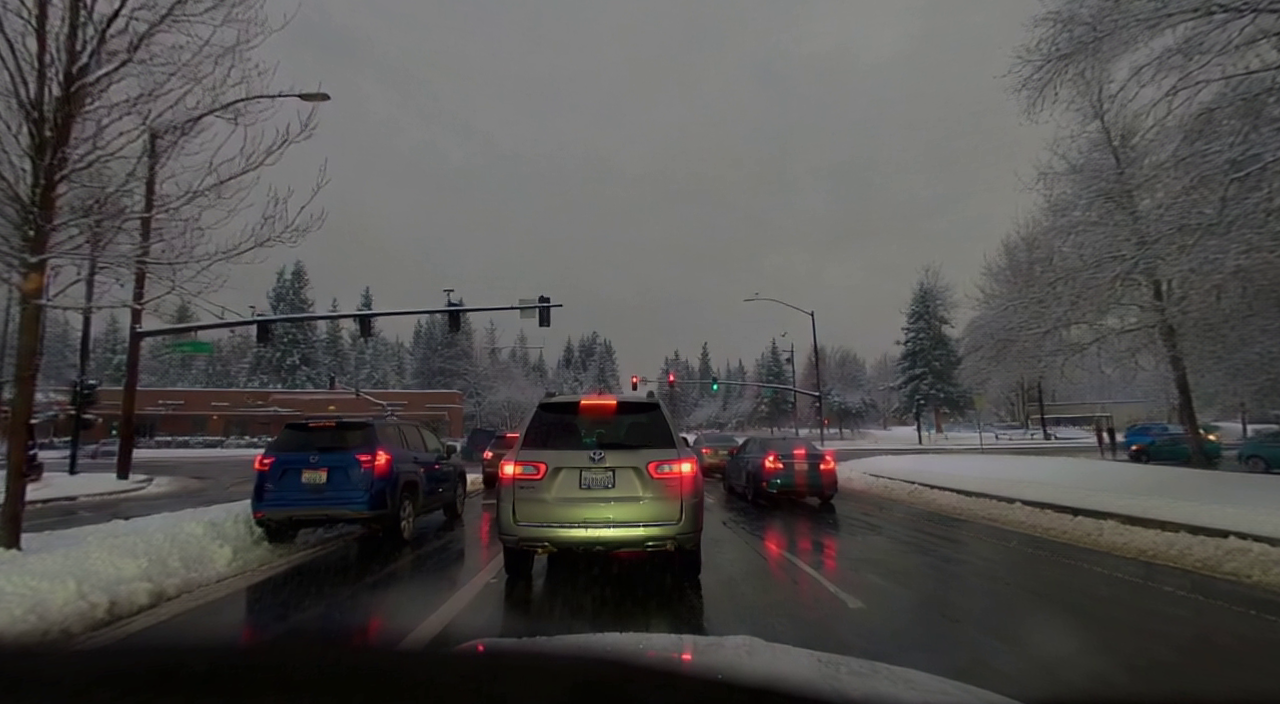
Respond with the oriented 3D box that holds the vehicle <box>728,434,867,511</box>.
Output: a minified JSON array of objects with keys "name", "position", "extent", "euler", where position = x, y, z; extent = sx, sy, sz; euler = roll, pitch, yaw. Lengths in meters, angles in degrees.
[{"name":"vehicle","position":[3.409,2.696,14.593],"extent":[2.121,1.494,4.208],"euler":[0,-8,0]}]

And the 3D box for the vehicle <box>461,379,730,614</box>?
[{"name":"vehicle","position":[-0.342,1.430,7.099],"extent":[2.064,1.817,4.298],"euler":[0,-8,0]}]

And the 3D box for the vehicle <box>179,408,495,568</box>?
[{"name":"vehicle","position":[-3.718,1.763,8.966],"extent":[2.160,1.666,4.583],"euler":[0,-8,1]}]

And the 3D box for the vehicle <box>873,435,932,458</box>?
[{"name":"vehicle","position":[19.996,7.193,47.928],"extent":[4.361,1.653,2.034],"euler":[6,-10,-35]}]

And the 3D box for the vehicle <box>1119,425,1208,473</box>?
[{"name":"vehicle","position":[19.188,3.539,23.029],"extent":[4.215,1.578,1.892],"euler":[8,-12,-44]}]
